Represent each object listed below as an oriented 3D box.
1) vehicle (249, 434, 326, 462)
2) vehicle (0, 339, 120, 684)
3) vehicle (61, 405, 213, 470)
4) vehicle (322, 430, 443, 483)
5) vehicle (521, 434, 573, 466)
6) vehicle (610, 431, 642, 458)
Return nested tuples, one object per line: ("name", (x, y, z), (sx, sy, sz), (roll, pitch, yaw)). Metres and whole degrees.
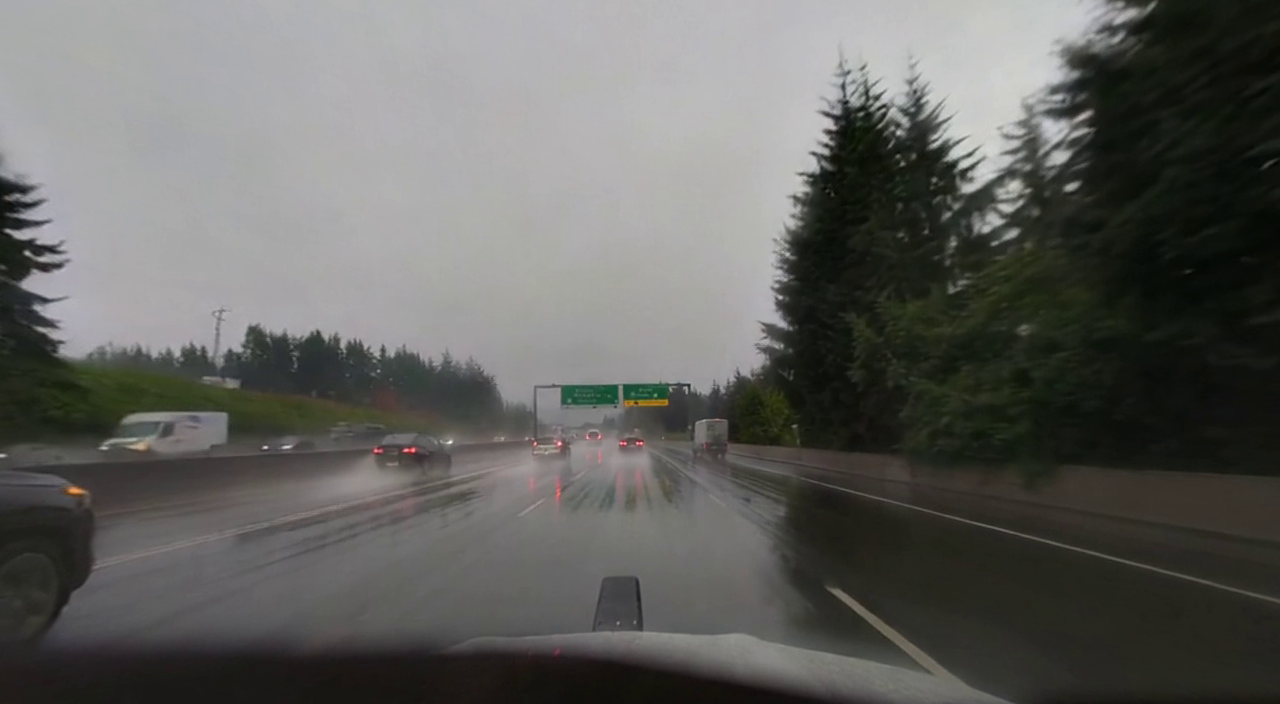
("vehicle", (-20.249, 5.526, 36.342), (1.847, 1.499, 4.499), (0, -8, 1))
("vehicle", (-4.378, 0.652, 1.833), (1.971, 1.822, 4.366), (0, -8, -1))
("vehicle", (-24.784, 4.266, 31.460), (2.450, 2.899, 6.156), (0, -8, -1))
("vehicle", (-8.335, 3.393, 20.929), (1.953, 1.524, 4.863), (0, -8, 0))
("vehicle", (-4.440, 4.713, 30.548), (1.909, 1.445, 4.087), (0, -8, 0))
("vehicle", (-0.867, 5.912, 40.353), (2.002, 1.611, 3.778), (0, -8, 0))
